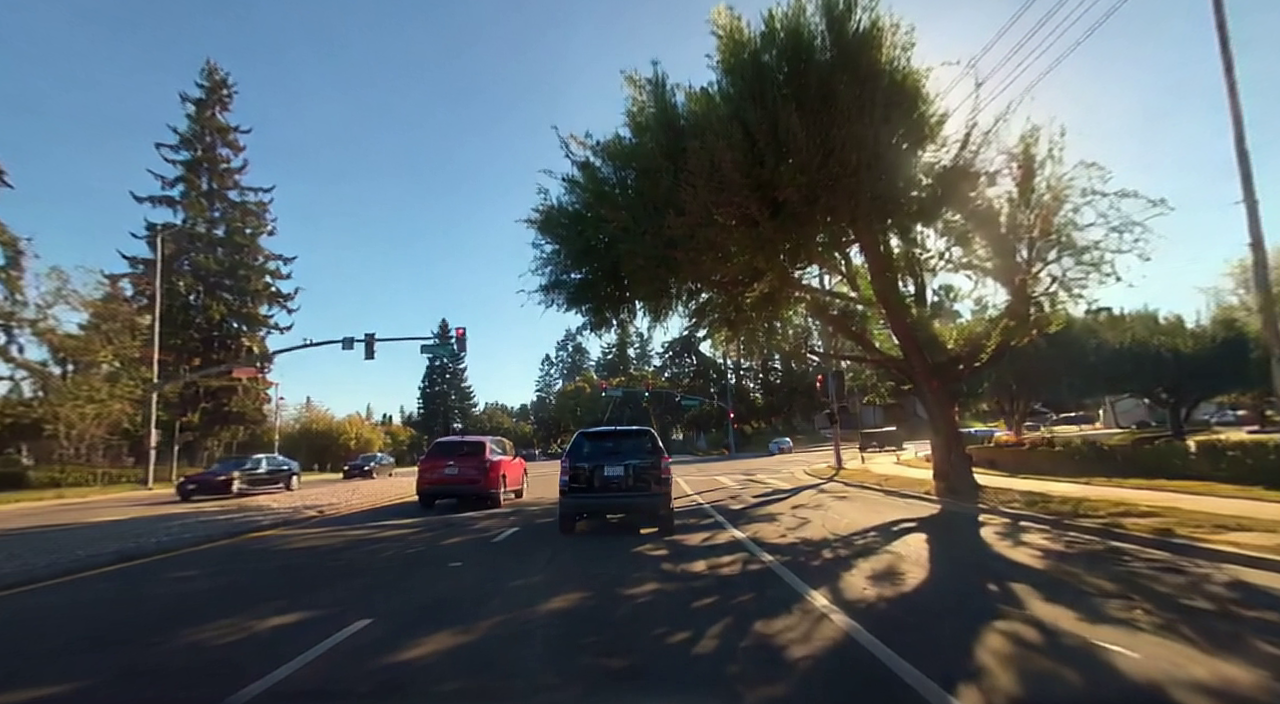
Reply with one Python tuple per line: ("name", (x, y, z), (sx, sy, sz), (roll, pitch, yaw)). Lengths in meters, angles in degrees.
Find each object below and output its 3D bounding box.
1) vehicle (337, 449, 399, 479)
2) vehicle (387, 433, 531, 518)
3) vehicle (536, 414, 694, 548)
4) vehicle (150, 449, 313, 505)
("vehicle", (-16.266, 6.680, 38.017), (1.932, 1.673, 4.216), (0, -8, -1))
("vehicle", (-3.996, 2.787, 14.845), (2.009, 1.673, 4.454), (0, -8, 0))
("vehicle", (-0.342, 2.111, 11.104), (2.131, 1.793, 5.016), (0, -8, 0))
("vehicle", (-12.386, 3.769, 19.615), (1.935, 1.488, 4.611), (0, -8, 0))
